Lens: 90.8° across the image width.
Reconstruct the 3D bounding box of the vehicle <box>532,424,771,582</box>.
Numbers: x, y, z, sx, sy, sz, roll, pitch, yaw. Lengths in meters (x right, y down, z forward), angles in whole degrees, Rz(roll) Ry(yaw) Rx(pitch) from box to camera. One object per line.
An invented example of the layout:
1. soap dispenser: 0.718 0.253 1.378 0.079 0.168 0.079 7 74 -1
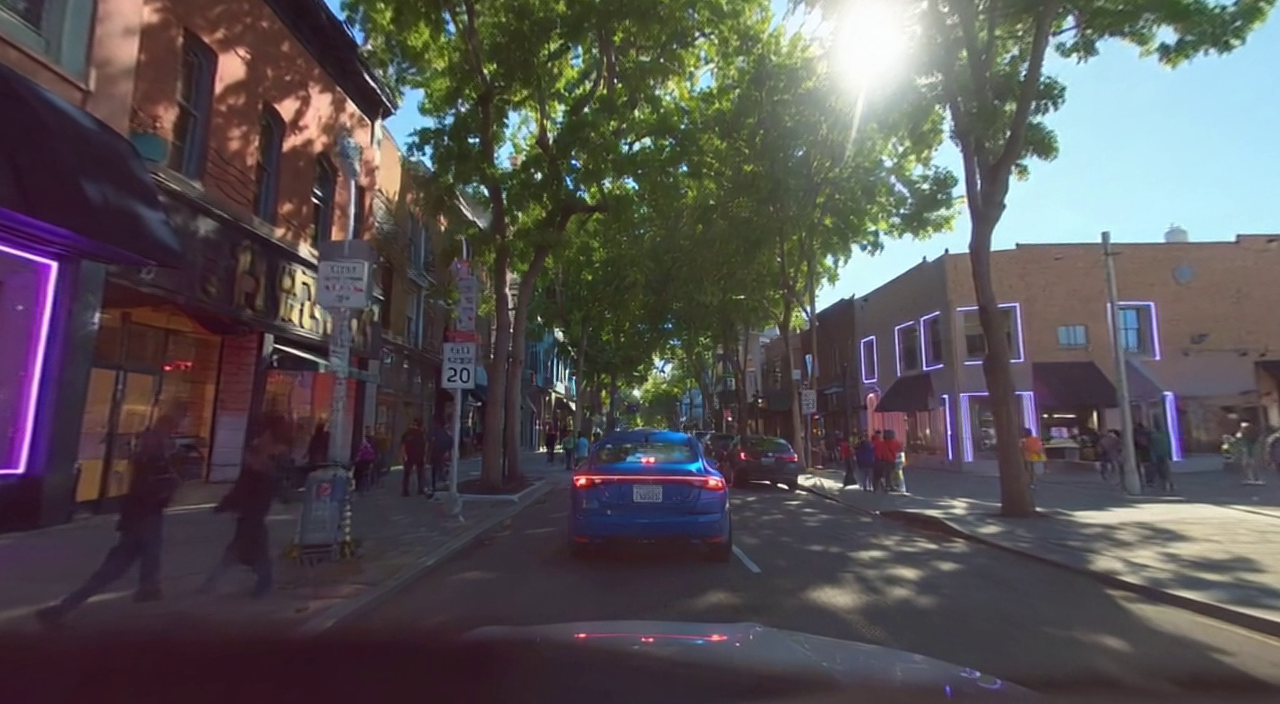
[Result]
1. vehicle: 0.086 1.742 8.119 2.261 1.474 4.130 0 -8 -1
